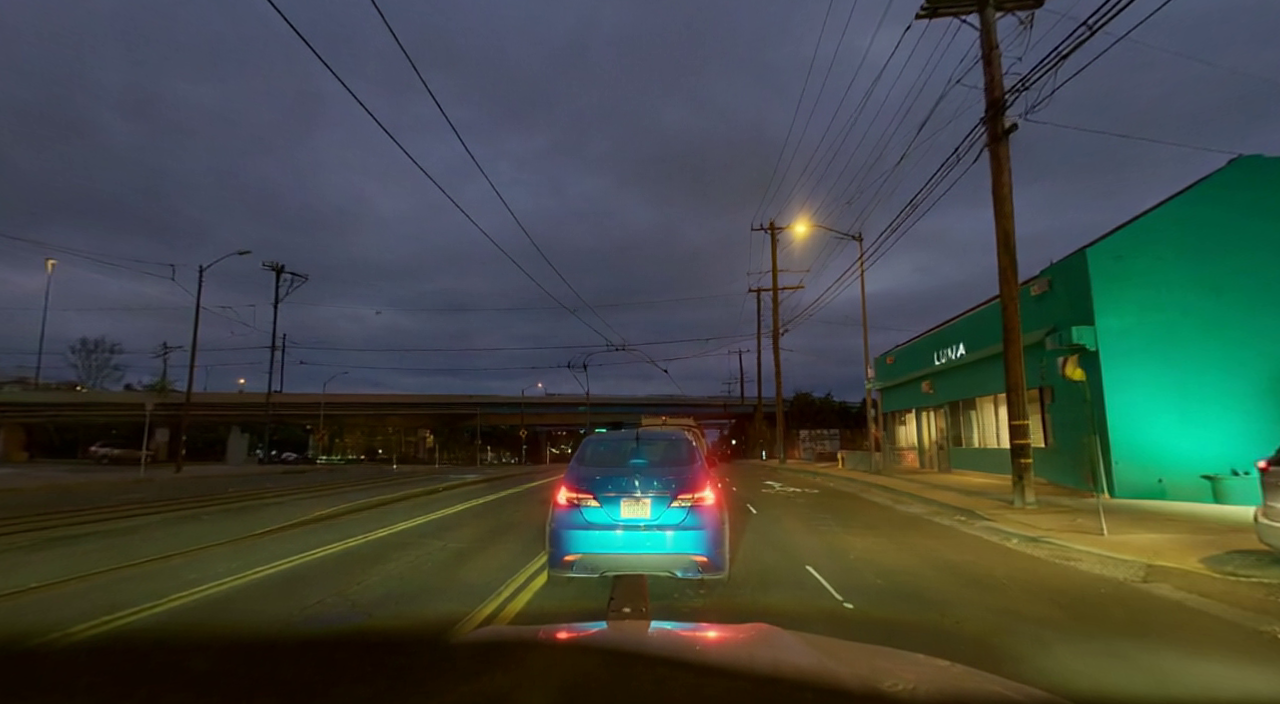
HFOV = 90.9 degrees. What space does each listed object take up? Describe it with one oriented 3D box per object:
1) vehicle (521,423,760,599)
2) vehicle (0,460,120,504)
[{"bbox_3d":[0.091,1.707,7.617,2.090,1.518,4.033,-1,-9,3],"label":"vehicle"},{"bbox_3d":[-21.922,4.680,22.846,4.566,1.453,1.935,-1,-9,5],"label":"vehicle"}]
